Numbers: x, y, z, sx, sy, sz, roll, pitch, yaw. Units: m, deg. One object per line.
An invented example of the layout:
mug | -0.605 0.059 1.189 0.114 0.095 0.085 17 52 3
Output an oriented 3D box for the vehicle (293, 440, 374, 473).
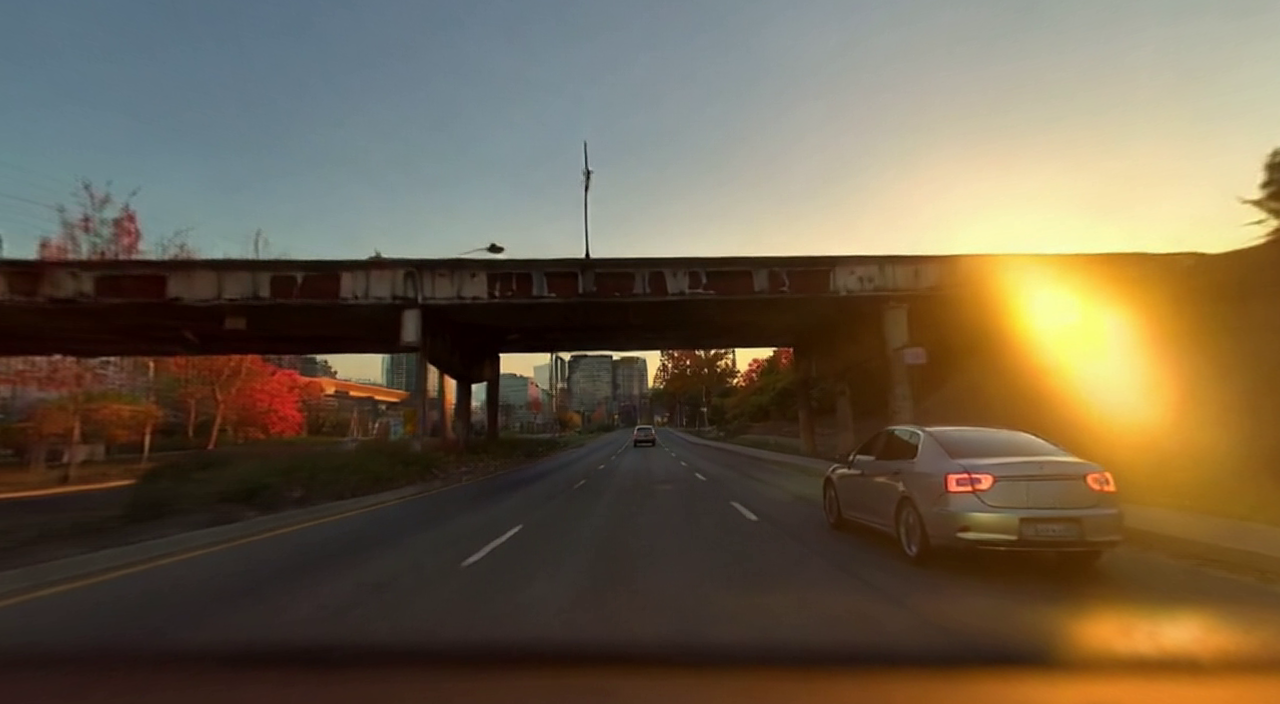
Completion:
vehicle | -15.338 5.235 31.792 1.819 1.491 4.414 -1 -8 0

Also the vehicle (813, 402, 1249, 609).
vehicle | 3.583 1.492 7.056 2.063 1.542 4.420 -1 -8 1
